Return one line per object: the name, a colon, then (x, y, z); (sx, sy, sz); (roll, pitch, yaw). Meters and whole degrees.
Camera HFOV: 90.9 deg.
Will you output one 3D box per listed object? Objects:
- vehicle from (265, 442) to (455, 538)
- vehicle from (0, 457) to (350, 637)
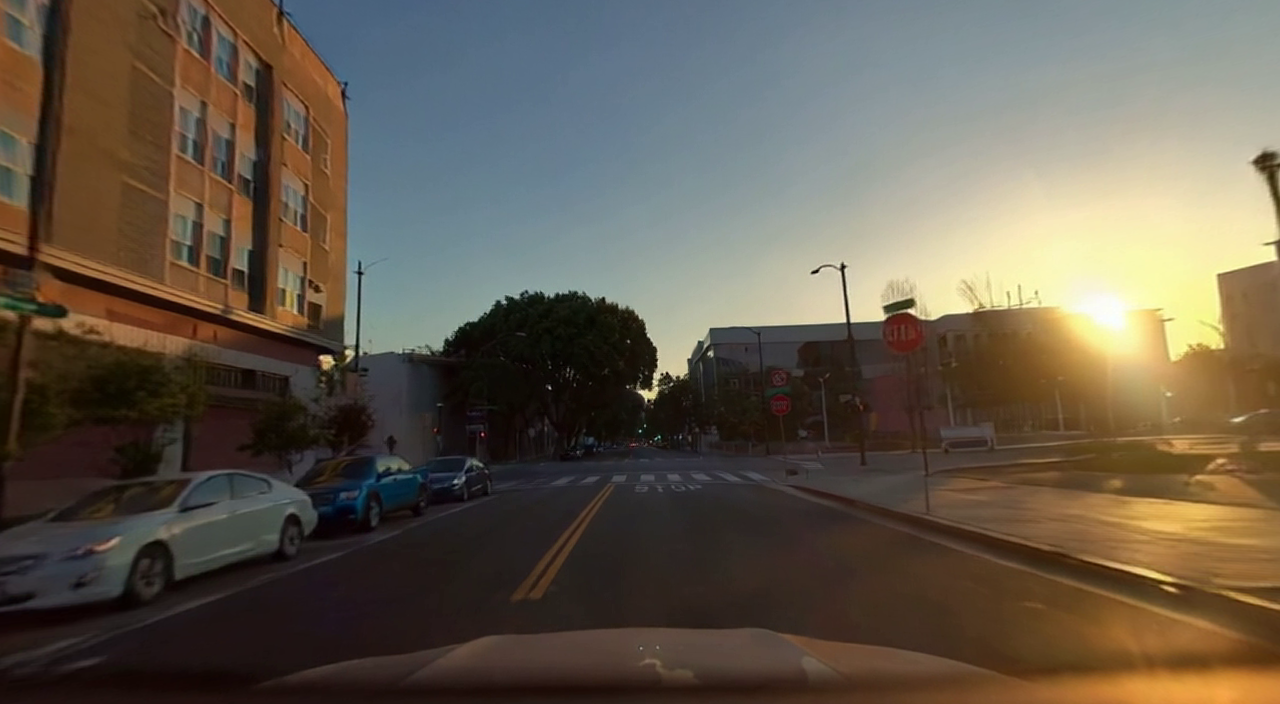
vehicle: (-5.546, 2.737, 13.282); (1.901, 1.631, 4.570); (0, -8, 0)
vehicle: (-5.672, 2.036, 7.644); (2.131, 1.407, 4.547); (0, -8, 0)
